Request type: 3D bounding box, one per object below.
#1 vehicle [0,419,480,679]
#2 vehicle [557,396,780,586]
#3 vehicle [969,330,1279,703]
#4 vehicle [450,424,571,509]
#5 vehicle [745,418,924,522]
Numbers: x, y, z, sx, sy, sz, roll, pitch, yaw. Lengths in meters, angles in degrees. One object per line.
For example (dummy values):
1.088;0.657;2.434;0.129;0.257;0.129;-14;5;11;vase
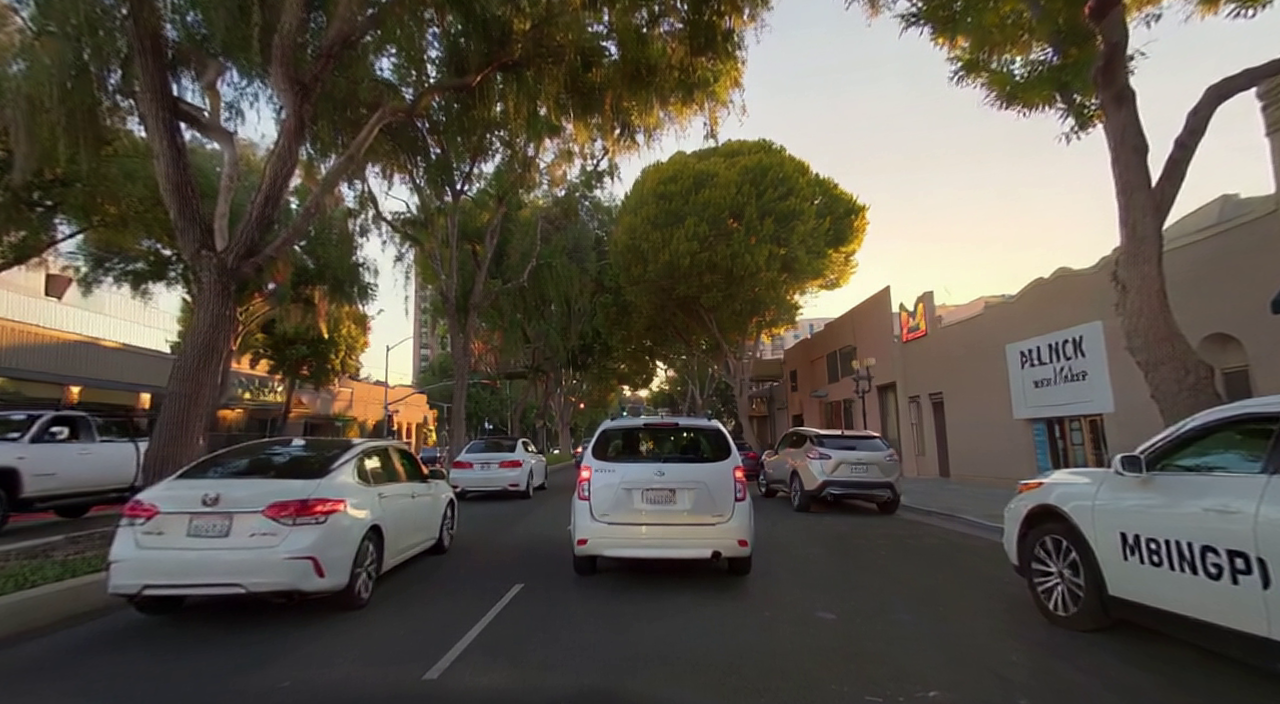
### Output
-2.978;1.451;5.817;1.908;1.474;4.257;0;-8;0;vehicle
0.257;1.597;7.990;2.075;1.770;4.018;0;-8;0;vehicle
4.036;0.895;3.195;1.987;1.877;5.330;1;-8;2;vehicle
-3.068;2.821;16.011;2.135;1.806;4.514;0;-8;0;vehicle
4.045;2.588;14.463;2.038;1.865;5.786;1;-8;-3;vehicle
